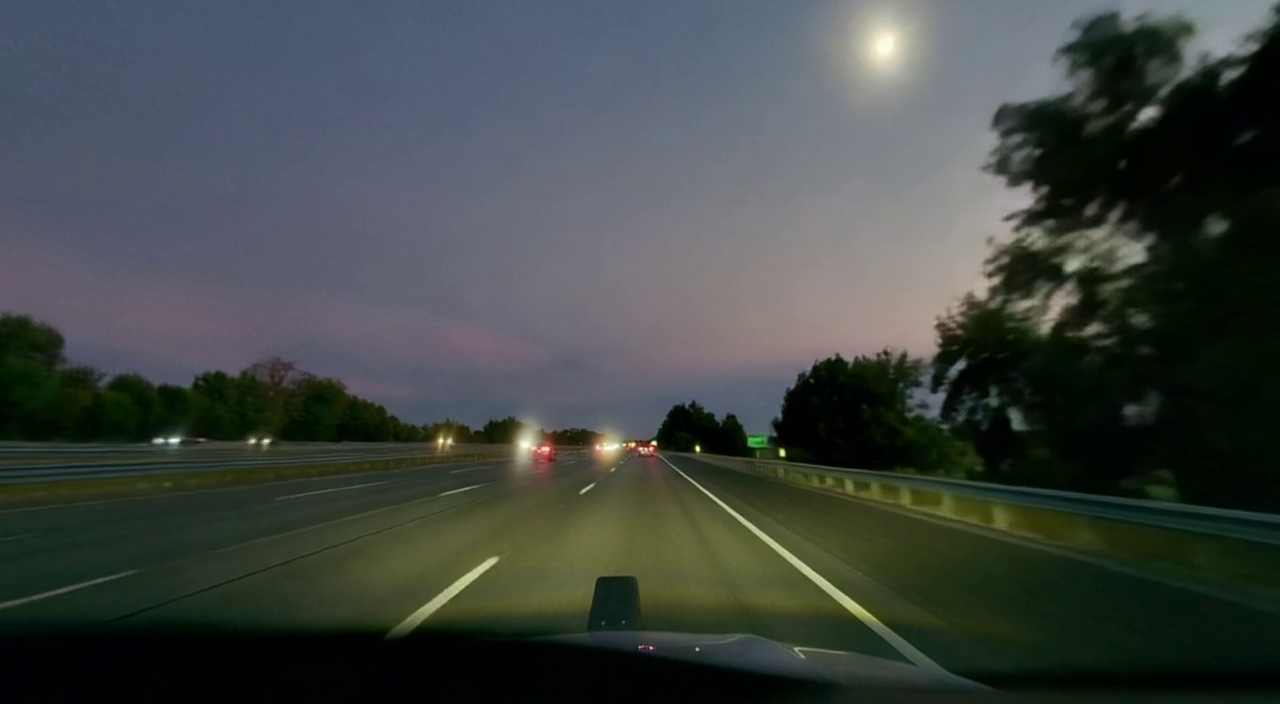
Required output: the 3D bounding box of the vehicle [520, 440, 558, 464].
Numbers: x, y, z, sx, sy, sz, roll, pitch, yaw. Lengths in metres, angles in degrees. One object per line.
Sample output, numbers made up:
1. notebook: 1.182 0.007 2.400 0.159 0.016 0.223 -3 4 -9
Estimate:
1. vehicle: -7.154 7.116 44.888 1.972 1.603 3.891 0 -8 1
